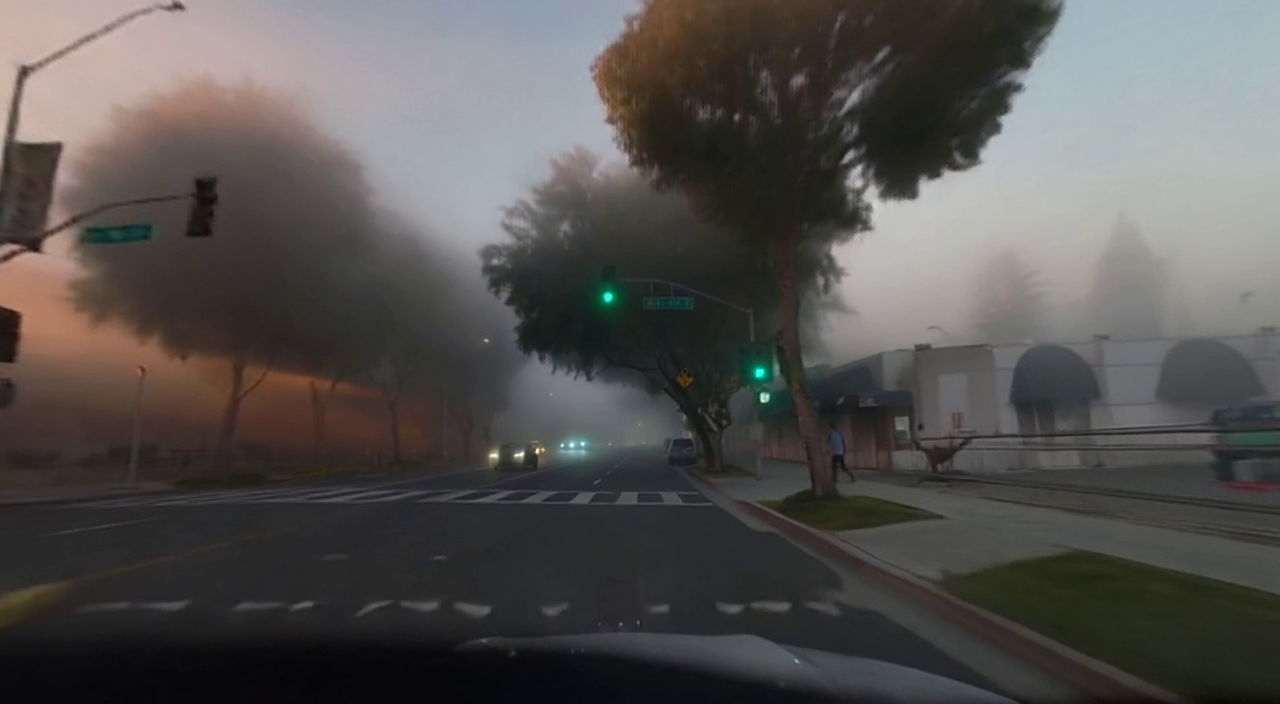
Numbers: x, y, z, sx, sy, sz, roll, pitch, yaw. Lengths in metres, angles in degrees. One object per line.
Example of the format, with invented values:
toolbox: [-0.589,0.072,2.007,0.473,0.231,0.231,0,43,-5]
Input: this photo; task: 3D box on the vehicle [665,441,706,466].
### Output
vehicle: [2.848,6.463,40.421,2.034,1.491,4.618,0,-8,-3]

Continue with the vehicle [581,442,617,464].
vehicle: [-2.885,7.170,45.170,2.122,1.469,4.388,0,-8,2]

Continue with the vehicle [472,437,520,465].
vehicle: [-10.015,6.914,44.368,2.116,1.817,4.964,0,-8,1]
